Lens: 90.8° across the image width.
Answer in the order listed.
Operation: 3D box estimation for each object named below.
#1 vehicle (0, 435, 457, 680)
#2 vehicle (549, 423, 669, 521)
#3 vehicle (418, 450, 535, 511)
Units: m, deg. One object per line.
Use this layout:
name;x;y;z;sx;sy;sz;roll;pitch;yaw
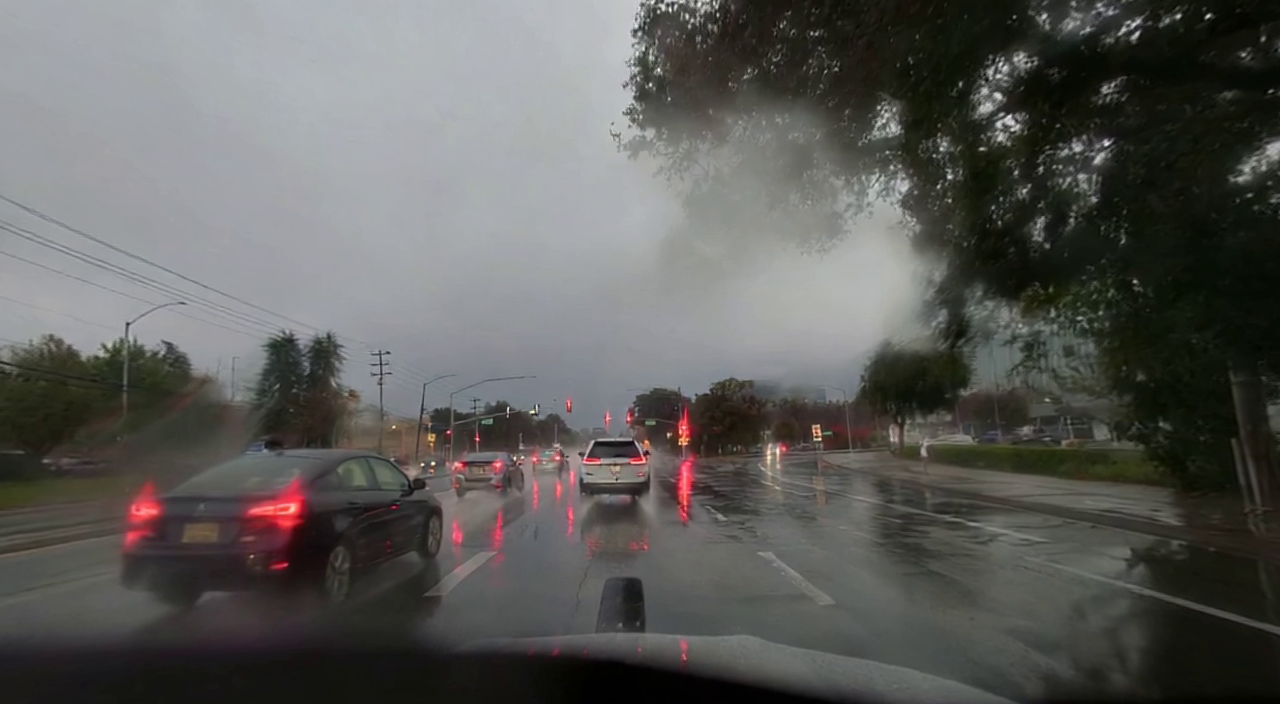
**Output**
vehicle;-3.483;1.575;6.095;2.064;1.464;4.373;0;-8;1
vehicle;-0.612;2.575;14.014;2.276;1.850;3.897;0;-8;-1
vehicle;-4.125;3.303;16.719;2.008;1.341;4.138;0;-8;0
